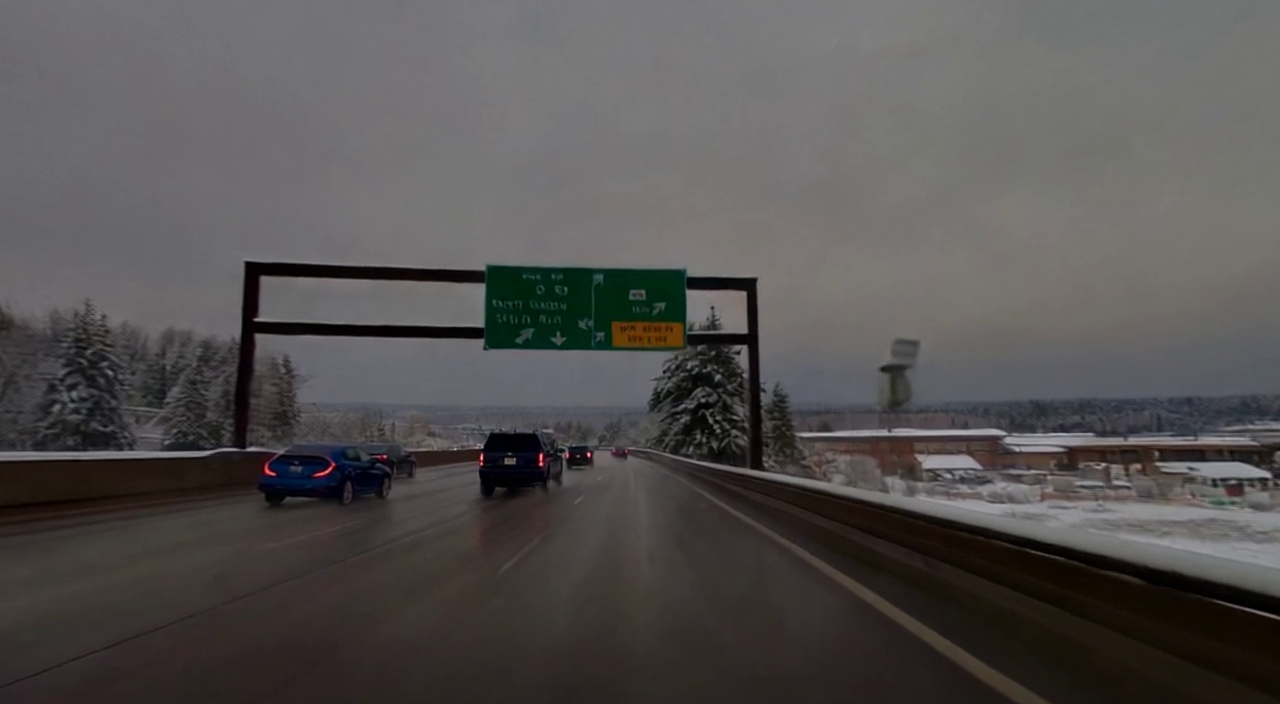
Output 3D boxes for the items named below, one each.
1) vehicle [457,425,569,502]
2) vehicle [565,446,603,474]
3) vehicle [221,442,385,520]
[{"bbox_3d":[-3.635,3.313,19.243,2.301,1.985,5.247,0,-8,1],"label":"vehicle"},{"bbox_3d":[-3.341,6.482,38.063,1.955,1.614,3.817,0,-8,0],"label":"vehicle"},{"bbox_3d":[-7.391,2.816,14.254,1.796,1.509,3.393,0,-8,0],"label":"vehicle"}]
